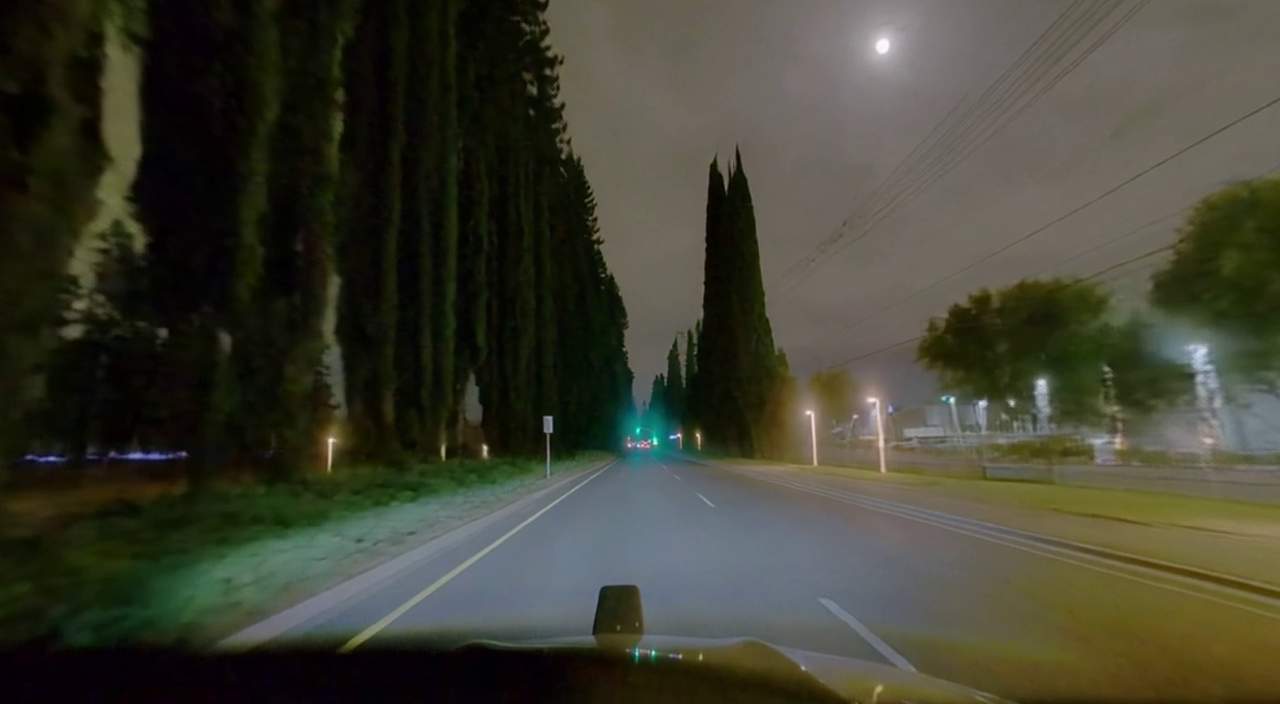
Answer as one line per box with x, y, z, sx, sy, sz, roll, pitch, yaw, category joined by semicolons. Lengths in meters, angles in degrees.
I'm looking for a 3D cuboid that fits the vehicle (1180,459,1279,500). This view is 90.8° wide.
23.583;4.808;23.996;4.239;1.407;1.841;-1;-8;4;vehicle
